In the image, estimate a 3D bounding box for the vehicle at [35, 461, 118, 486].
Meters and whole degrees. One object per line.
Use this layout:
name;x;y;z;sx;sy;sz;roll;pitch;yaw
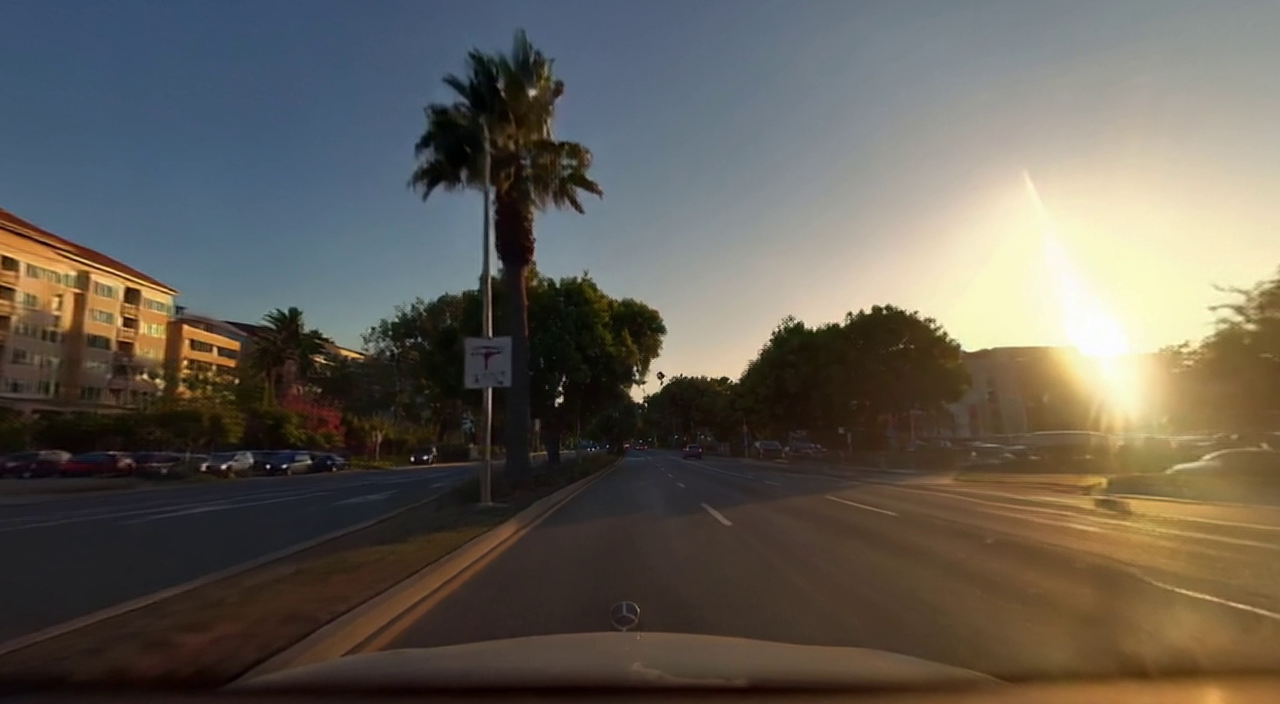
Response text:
vehicle;-37.312;8.021;41.785;1.870;1.477;3.984;0;-8;-1

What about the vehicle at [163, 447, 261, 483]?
vehicle;-28.538;7.505;42.309;2.333;2.153;6.030;0;-8;-1

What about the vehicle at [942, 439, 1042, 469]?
vehicle;20.249;5.886;36.301;4.472;1.521;2.090;-1;-10;-2

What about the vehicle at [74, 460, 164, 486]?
vehicle;-34.729;8.070;42.182;1.961;1.486;4.946;0;-8;-3

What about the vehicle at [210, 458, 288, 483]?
vehicle;-25.696;7.794;41.600;1.970;1.446;4.674;-3;-10;4
